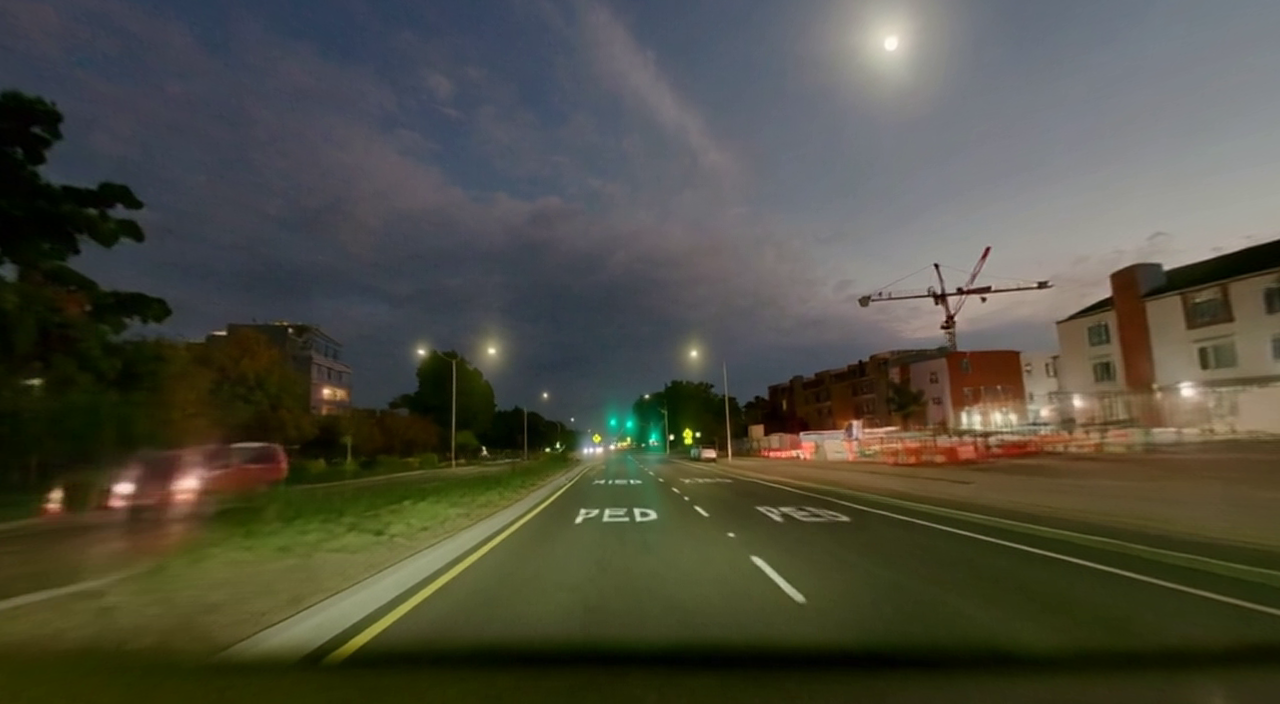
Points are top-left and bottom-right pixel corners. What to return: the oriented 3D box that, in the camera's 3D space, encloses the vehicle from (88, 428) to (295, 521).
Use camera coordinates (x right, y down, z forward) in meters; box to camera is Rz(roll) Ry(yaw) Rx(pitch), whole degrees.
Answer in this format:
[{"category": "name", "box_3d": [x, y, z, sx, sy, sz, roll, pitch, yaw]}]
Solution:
[{"category": "vehicle", "box_3d": [-11.443, 3.109, 16.662, 2.127, 1.984, 4.545, -3, -8, 0]}]
